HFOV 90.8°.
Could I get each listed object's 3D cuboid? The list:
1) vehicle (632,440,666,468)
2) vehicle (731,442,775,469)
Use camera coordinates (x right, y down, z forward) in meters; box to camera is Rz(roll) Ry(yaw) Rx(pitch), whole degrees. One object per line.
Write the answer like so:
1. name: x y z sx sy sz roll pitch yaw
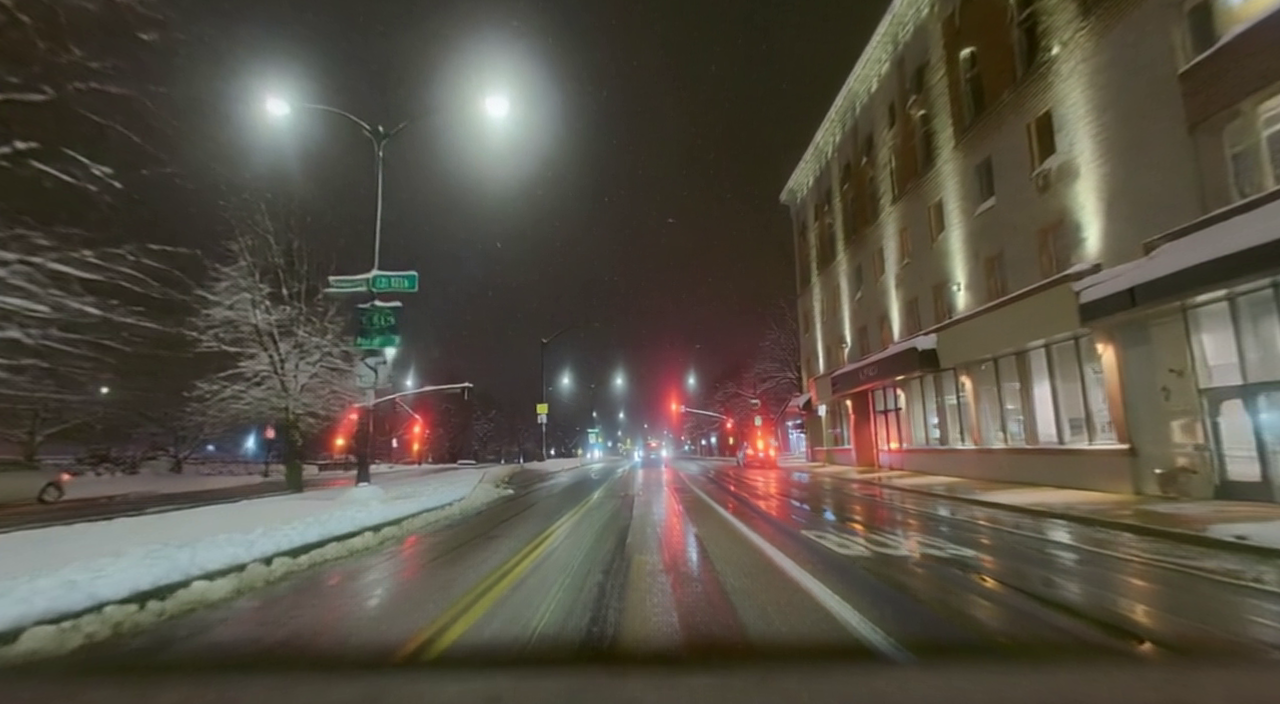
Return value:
1. vehicle: 0.617 6.878 42.774 2.223 1.775 4.250 0 -8 1
2. vehicle: 7.762 7.141 43.736 1.987 1.772 4.749 0 -8 -2
